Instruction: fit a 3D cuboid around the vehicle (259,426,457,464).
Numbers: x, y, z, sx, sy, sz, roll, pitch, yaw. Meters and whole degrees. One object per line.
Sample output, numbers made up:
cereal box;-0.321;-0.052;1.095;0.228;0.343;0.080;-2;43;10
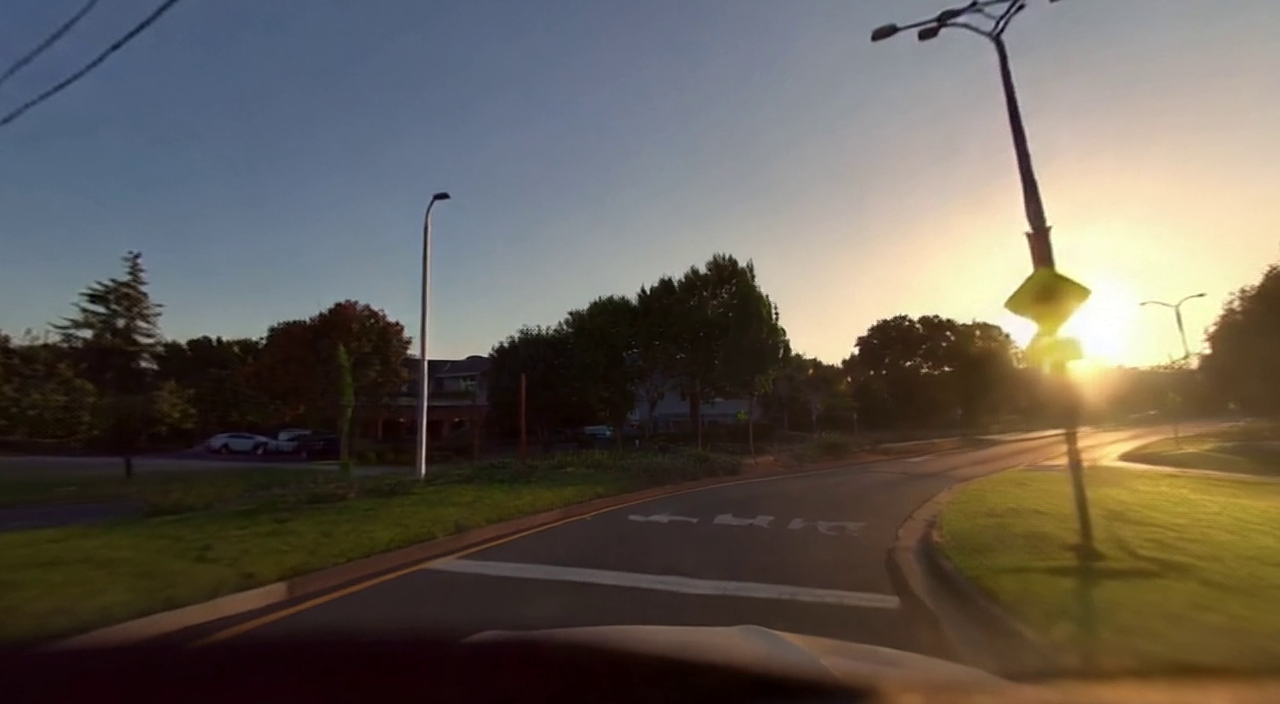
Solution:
vehicle;-19.647;6.718;45.153;2.837;2.354;12.960;-7;-11;40
